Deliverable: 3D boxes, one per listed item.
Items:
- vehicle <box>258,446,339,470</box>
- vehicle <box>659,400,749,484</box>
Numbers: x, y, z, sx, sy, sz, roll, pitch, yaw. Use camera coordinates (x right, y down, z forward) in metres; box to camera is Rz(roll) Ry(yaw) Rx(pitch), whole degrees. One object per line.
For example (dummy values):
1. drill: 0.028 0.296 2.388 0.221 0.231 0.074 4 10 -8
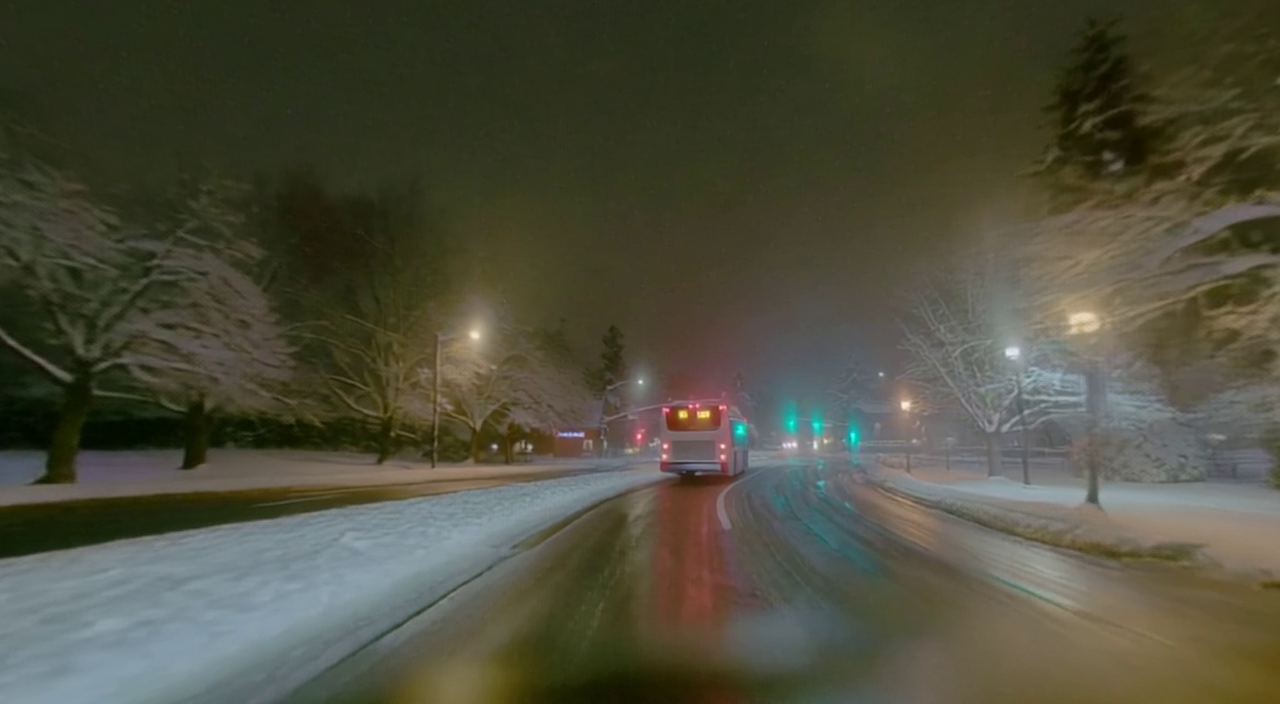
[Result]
1. vehicle: -23.229 7.184 42.959 1.798 1.484 4.546 -5 -9 29
2. vehicle: 3.585 4.619 31.634 3.031 3.429 11.005 -1 -10 14
